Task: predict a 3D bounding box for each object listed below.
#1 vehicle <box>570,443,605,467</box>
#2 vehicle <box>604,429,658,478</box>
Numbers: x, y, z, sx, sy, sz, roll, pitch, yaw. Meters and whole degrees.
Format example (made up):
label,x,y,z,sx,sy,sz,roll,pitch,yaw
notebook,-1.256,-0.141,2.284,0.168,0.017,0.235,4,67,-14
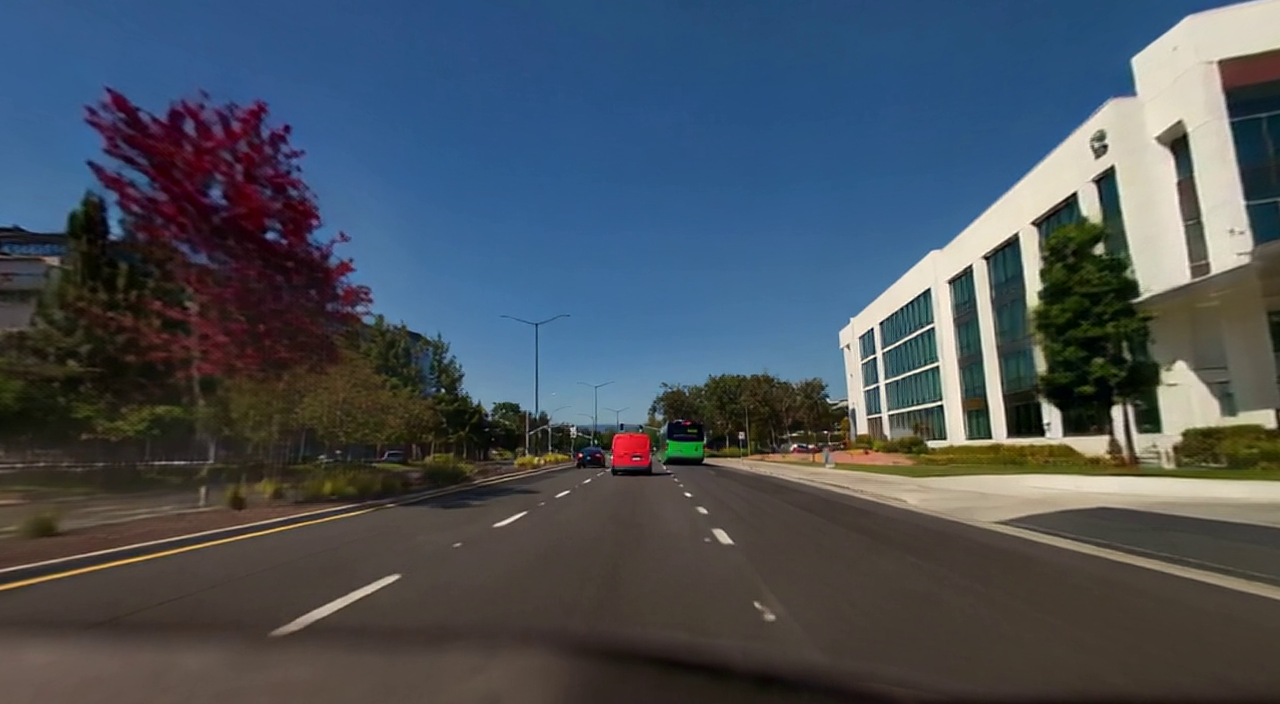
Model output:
label,x,y,z,sx,sy,sz,roll,pitch,yaw
vehicle,-3.776,7.519,46.270,2.109,1.672,4.256,0,-9,2
vehicle,-0.327,4.855,30.355,2.336,2.122,5.207,0,-9,1
